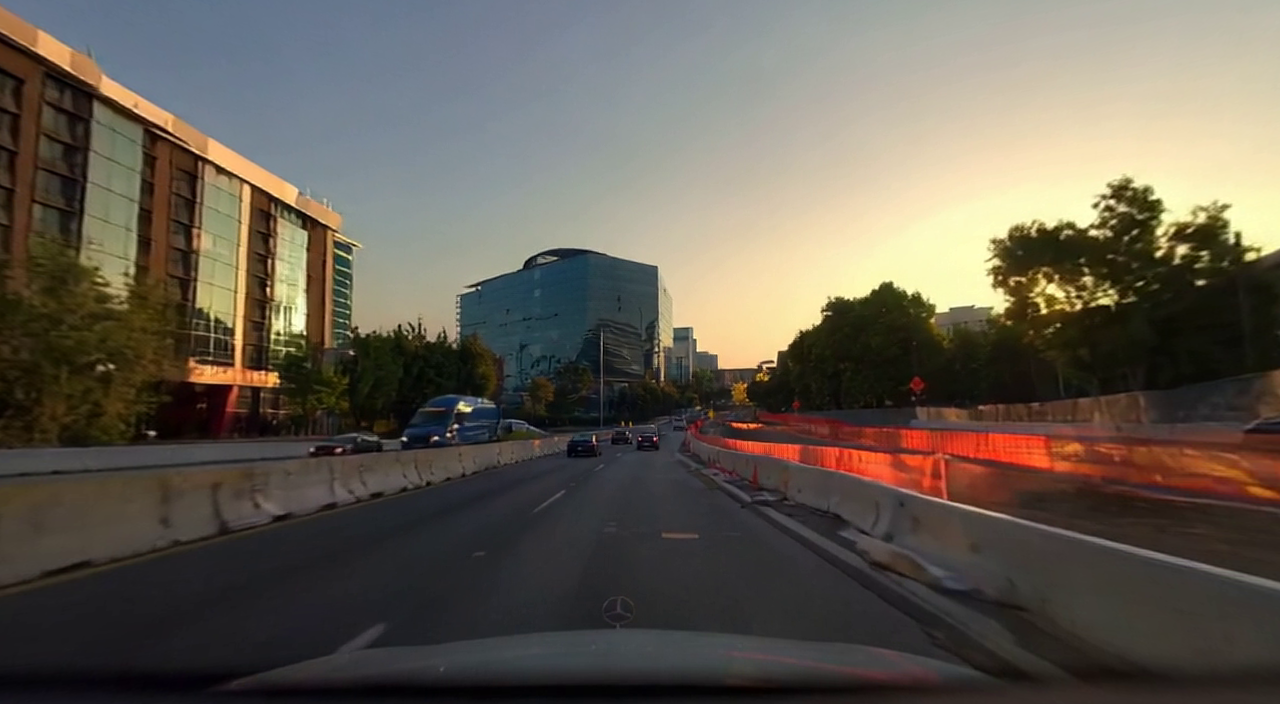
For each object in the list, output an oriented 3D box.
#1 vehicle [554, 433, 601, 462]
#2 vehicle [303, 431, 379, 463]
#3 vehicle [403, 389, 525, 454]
[{"bbox_3d":[-3.160,4.895,32.554,1.848,1.406,4.013,0,-8,2],"label":"vehicle"},{"bbox_3d":[-16.308,5.165,34.598,1.874,1.612,4.303,0,-8,4],"label":"vehicle"},{"bbox_3d":[-12.222,5.335,46.677,3.408,3.933,16.893,0,-8,3],"label":"vehicle"}]
